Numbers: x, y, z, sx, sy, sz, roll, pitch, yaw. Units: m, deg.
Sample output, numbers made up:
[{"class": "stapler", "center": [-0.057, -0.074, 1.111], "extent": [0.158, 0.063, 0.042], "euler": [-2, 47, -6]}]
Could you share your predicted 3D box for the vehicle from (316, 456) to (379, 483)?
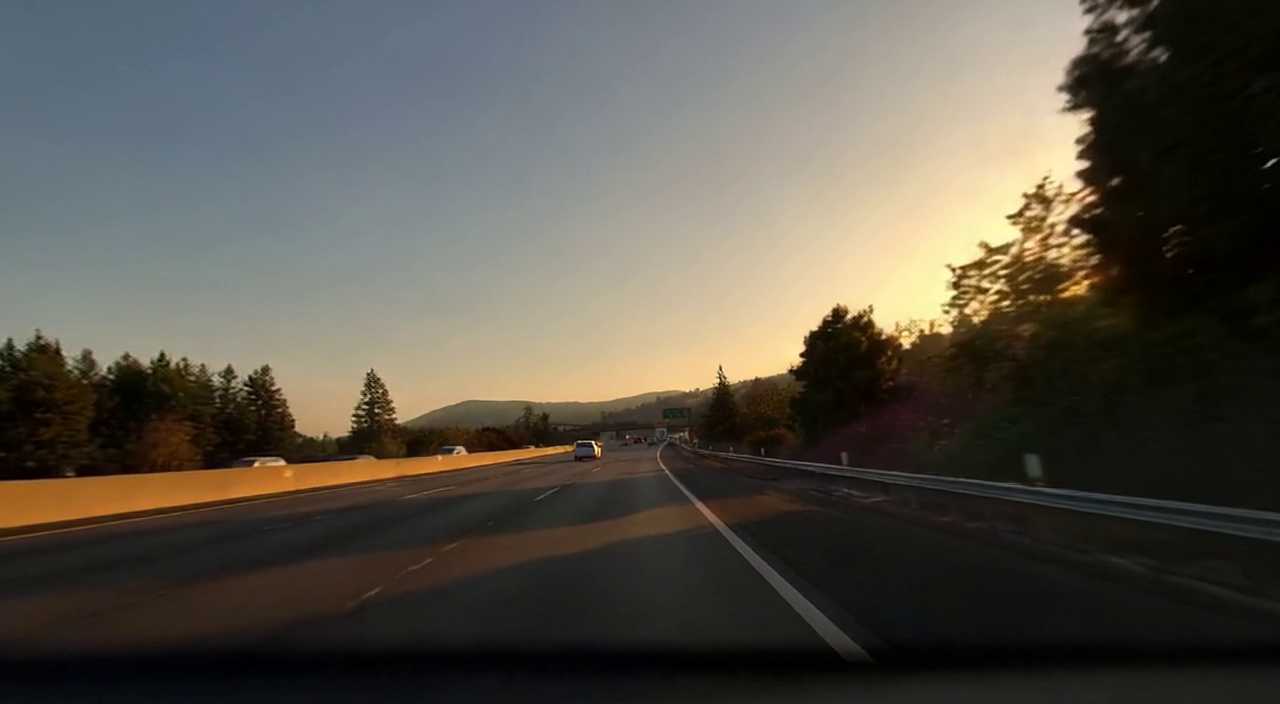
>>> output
[{"class": "vehicle", "center": [-16.979, 6.815, 36.587], "extent": [1.775, 1.444, 3.821], "euler": [0, -9, 0]}]

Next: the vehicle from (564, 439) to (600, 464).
[{"class": "vehicle", "center": [-3.946, 6.797, 42.939], "extent": [1.998, 1.584, 4.005], "euler": [0, -9, 1]}]

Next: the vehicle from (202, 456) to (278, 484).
[{"class": "vehicle", "center": [-24.281, 7.128, 38.193], "extent": [1.844, 1.533, 4.111], "euler": [0, -9, 1]}]
